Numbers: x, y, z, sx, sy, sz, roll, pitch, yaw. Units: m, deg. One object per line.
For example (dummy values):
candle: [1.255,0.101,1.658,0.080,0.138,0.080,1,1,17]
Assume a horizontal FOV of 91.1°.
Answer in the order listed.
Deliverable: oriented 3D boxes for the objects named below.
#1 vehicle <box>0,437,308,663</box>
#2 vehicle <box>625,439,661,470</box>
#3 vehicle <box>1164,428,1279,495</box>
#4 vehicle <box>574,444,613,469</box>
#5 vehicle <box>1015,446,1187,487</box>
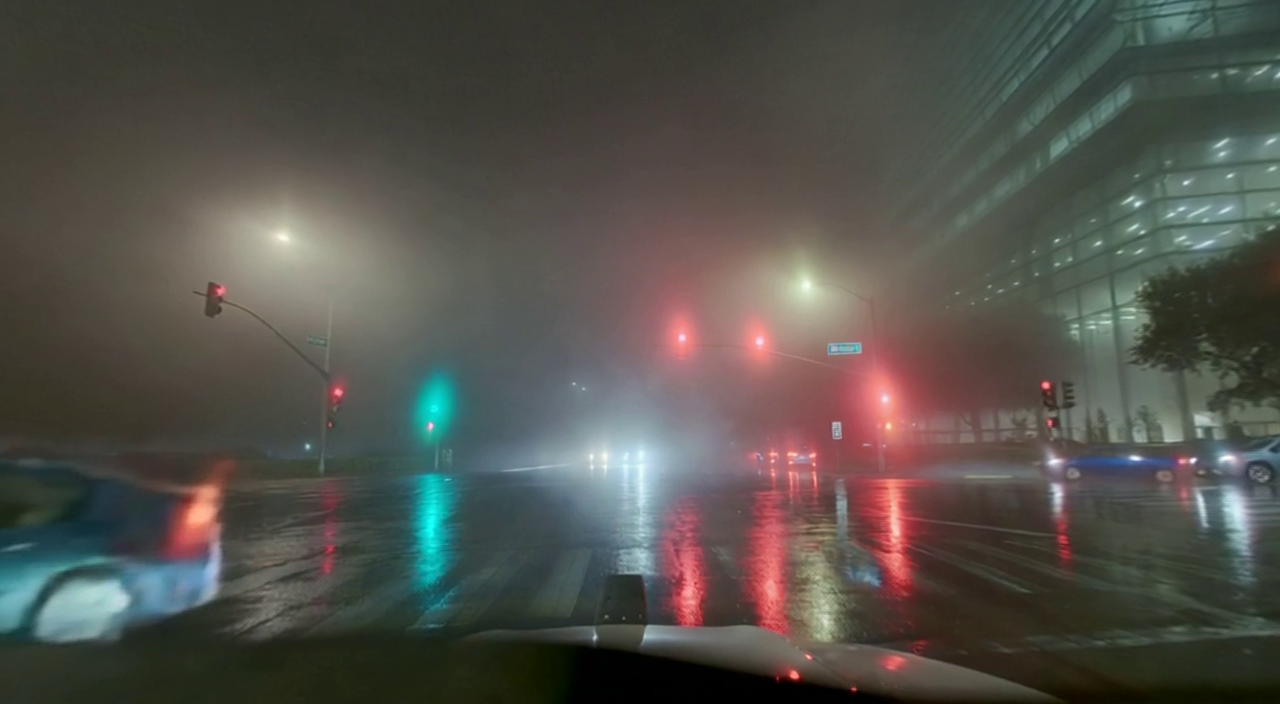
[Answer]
vehicle: [-5.201,1.380,4.568,1.924,1.491,4.802,-3,-9,20]
vehicle: [0.219,6.201,38.185,2.018,1.699,4.751,0,-9,1]
vehicle: [20.607,3.412,19.832,5.832,1.949,2.444,0,-9,0]
vehicle: [-2.950,6.781,40.870,2.068,1.486,4.664,0,-9,2]
vehicle: [17.619,4.379,24.218,4.896,1.503,1.971,-1,-9,6]
